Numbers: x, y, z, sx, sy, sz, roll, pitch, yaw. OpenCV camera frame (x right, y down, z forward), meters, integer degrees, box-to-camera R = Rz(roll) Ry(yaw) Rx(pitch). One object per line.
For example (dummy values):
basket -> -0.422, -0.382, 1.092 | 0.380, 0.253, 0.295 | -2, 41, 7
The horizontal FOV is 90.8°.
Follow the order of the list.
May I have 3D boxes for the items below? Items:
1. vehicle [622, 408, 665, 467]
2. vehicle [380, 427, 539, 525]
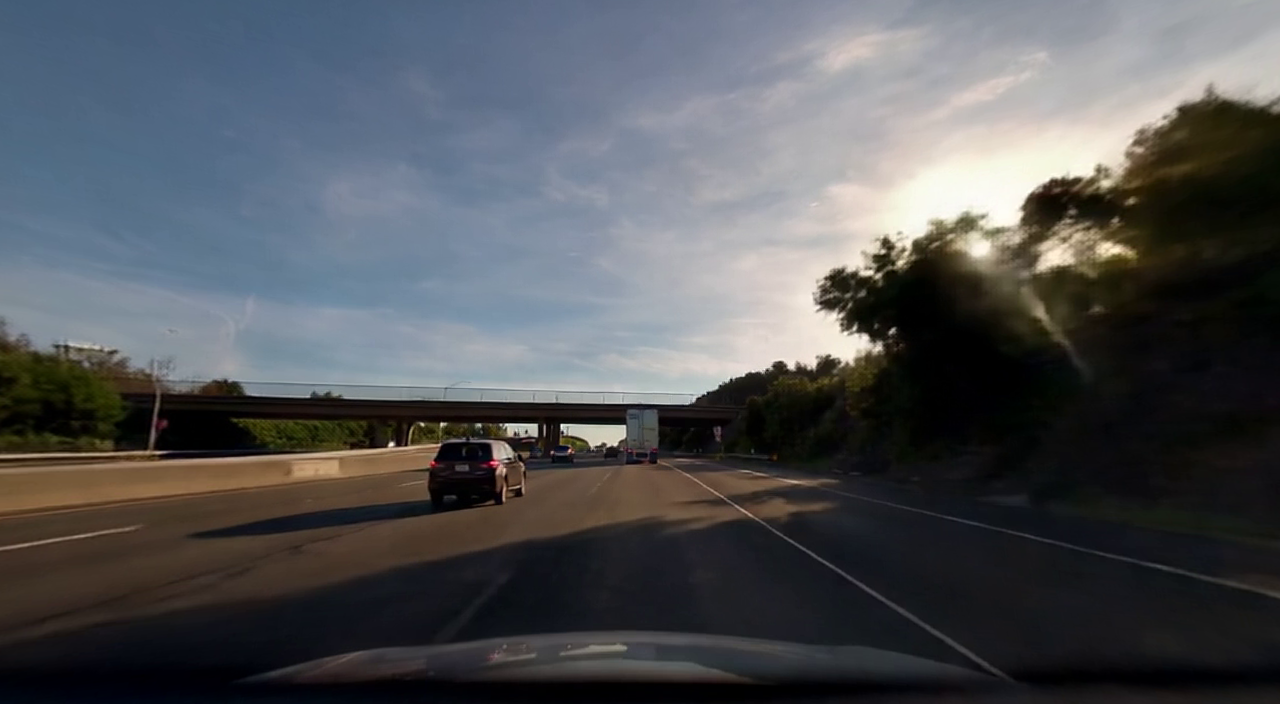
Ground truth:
vehicle -> 0.332, 6.725, 49.198 | 2.964, 4.063, 10.072 | 0, -9, 1
vehicle -> -3.576, 2.549, 13.538 | 2.077, 1.716, 4.514 | 0, -9, 0
